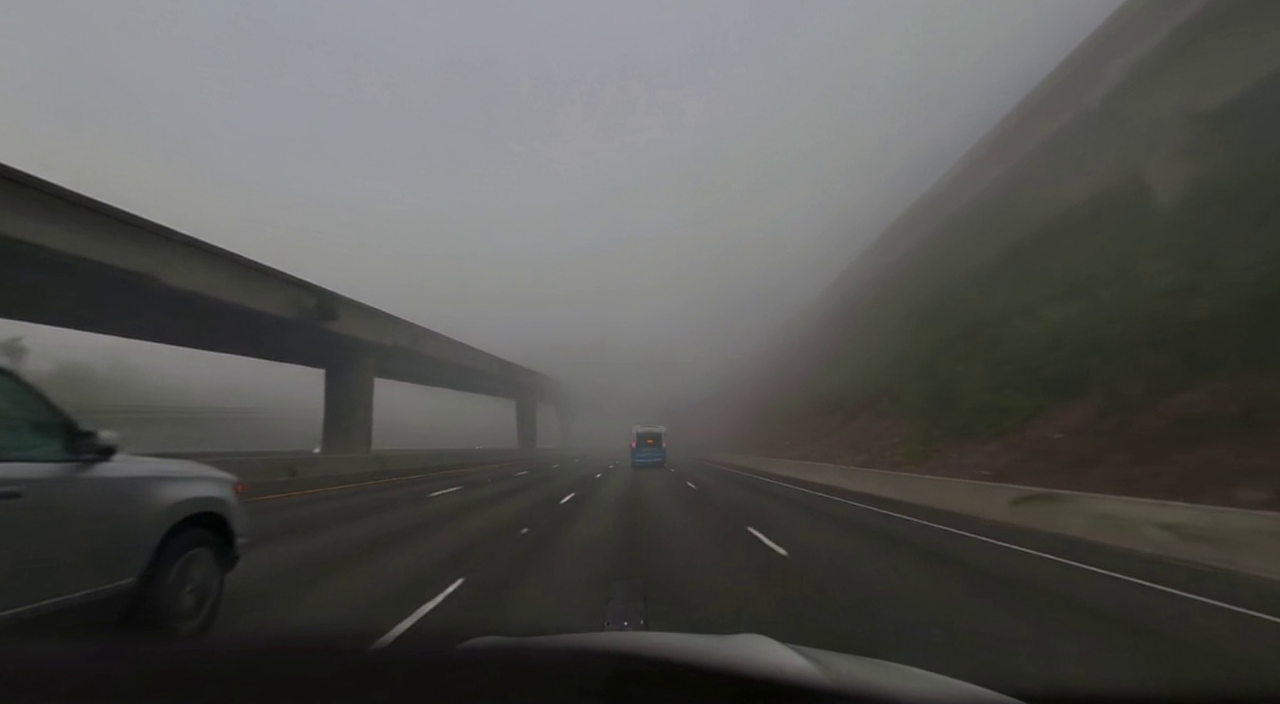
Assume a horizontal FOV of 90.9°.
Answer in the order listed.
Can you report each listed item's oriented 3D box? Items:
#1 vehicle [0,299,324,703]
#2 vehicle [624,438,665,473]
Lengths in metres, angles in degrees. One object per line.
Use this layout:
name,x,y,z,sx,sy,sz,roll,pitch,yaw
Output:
vehicle,-3.885,0.780,3.044,2.147,1.918,4.834,0,-8,0
vehicle,0.236,5.550,33.951,2.052,1.711,4.223,0,-9,0
